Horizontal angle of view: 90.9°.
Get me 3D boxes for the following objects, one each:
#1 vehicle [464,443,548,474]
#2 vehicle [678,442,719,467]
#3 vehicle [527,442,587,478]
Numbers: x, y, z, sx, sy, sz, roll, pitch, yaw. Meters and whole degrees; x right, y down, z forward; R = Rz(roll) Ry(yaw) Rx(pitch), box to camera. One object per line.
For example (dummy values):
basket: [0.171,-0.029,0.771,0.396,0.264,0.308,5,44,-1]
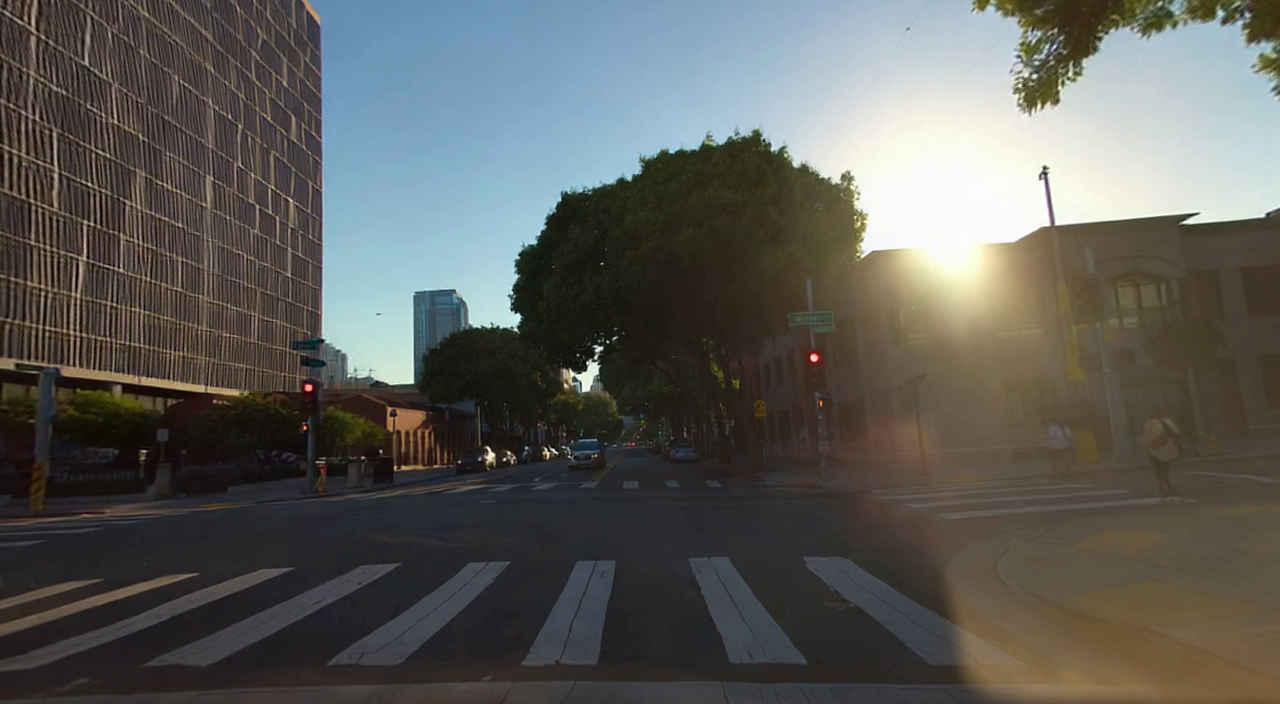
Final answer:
vehicle: [-8.021,6.366,38.019,4.526,1.726,1.963,8,-12,-44]
vehicle: [3.539,6.275,38.859,1.853,1.426,4.160,1,-8,-3]
vehicle: [-3.666,4.847,28.637,1.989,1.481,4.500,0,-8,1]
